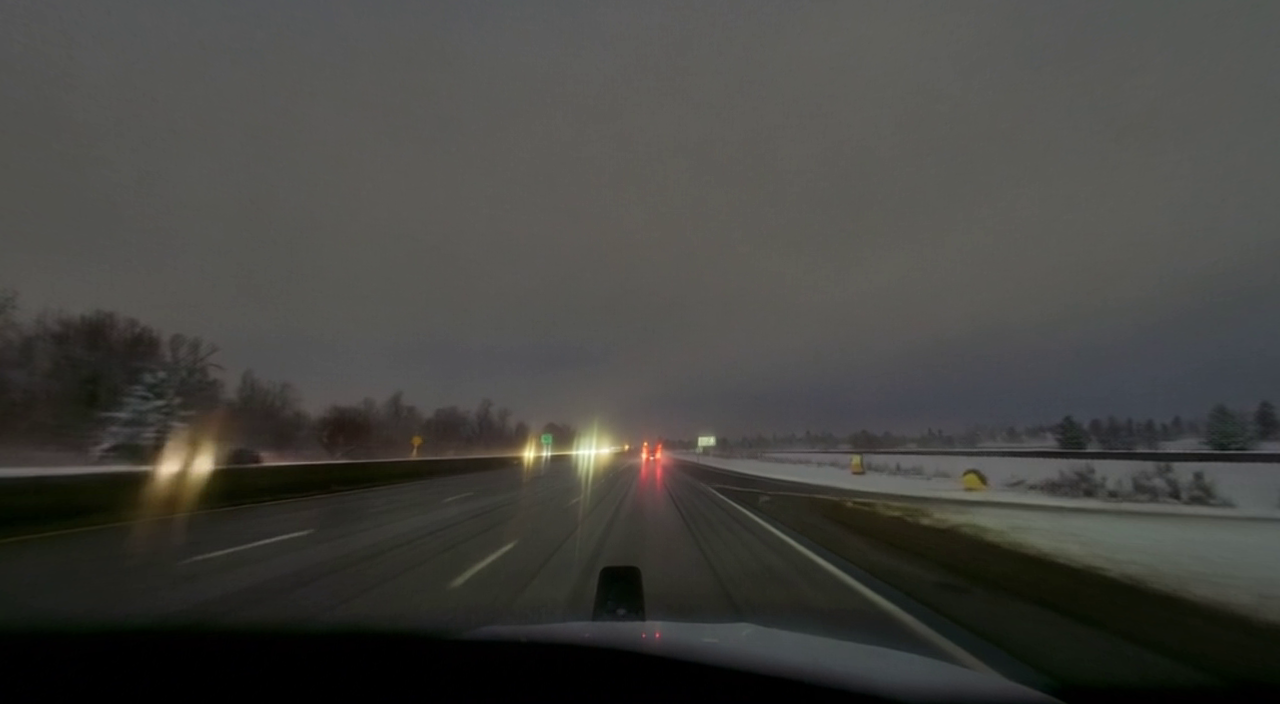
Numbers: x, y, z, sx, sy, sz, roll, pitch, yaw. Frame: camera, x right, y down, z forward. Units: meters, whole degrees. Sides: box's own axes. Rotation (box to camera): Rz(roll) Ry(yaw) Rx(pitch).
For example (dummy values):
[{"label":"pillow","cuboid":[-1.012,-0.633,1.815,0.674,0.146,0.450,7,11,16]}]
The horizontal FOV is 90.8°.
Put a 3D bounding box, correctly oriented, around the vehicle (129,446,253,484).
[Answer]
[{"label":"vehicle","cuboid":[-19.925,5.008,28.303,2.124,1.553,4.552,0,-9,1]}]
